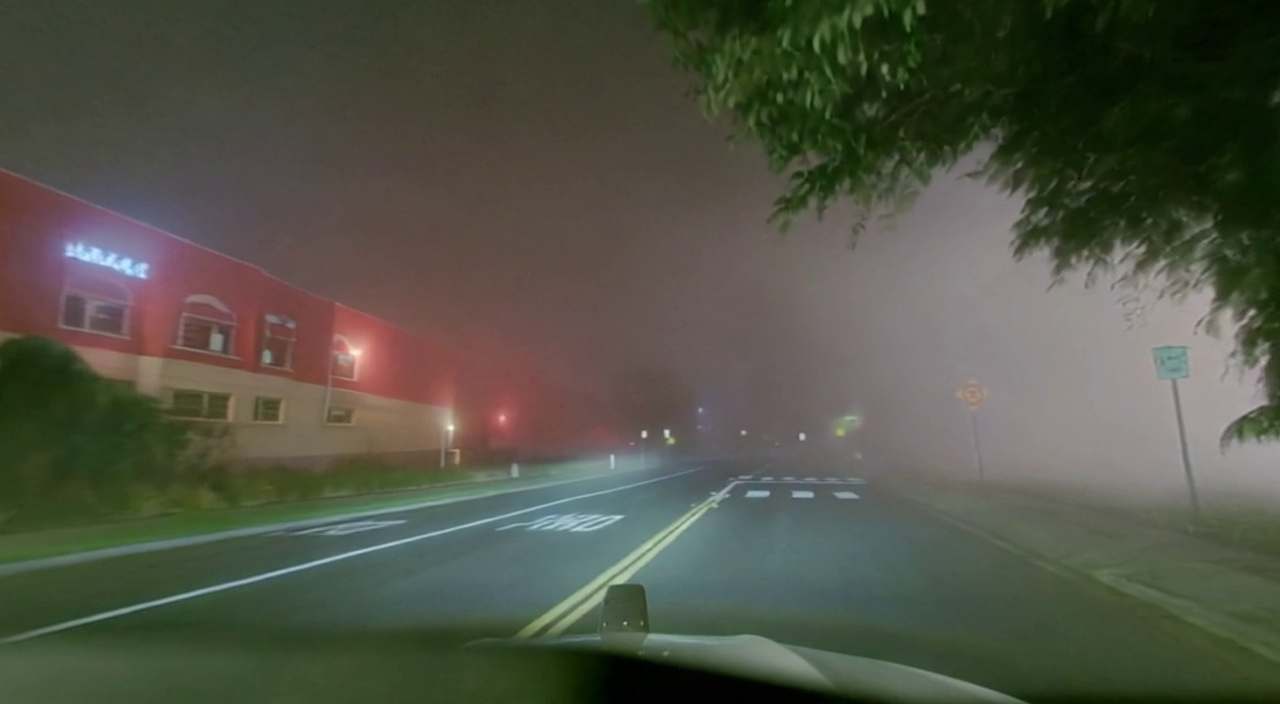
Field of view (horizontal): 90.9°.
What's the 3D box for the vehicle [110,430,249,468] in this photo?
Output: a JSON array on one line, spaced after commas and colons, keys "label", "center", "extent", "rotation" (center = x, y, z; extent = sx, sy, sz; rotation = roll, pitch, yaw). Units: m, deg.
[{"label": "vehicle", "center": [-21.322, 4.492, 29.253], "extent": [5.035, 1.666, 2.449], "rotation": [-2, -8, 15]}]
